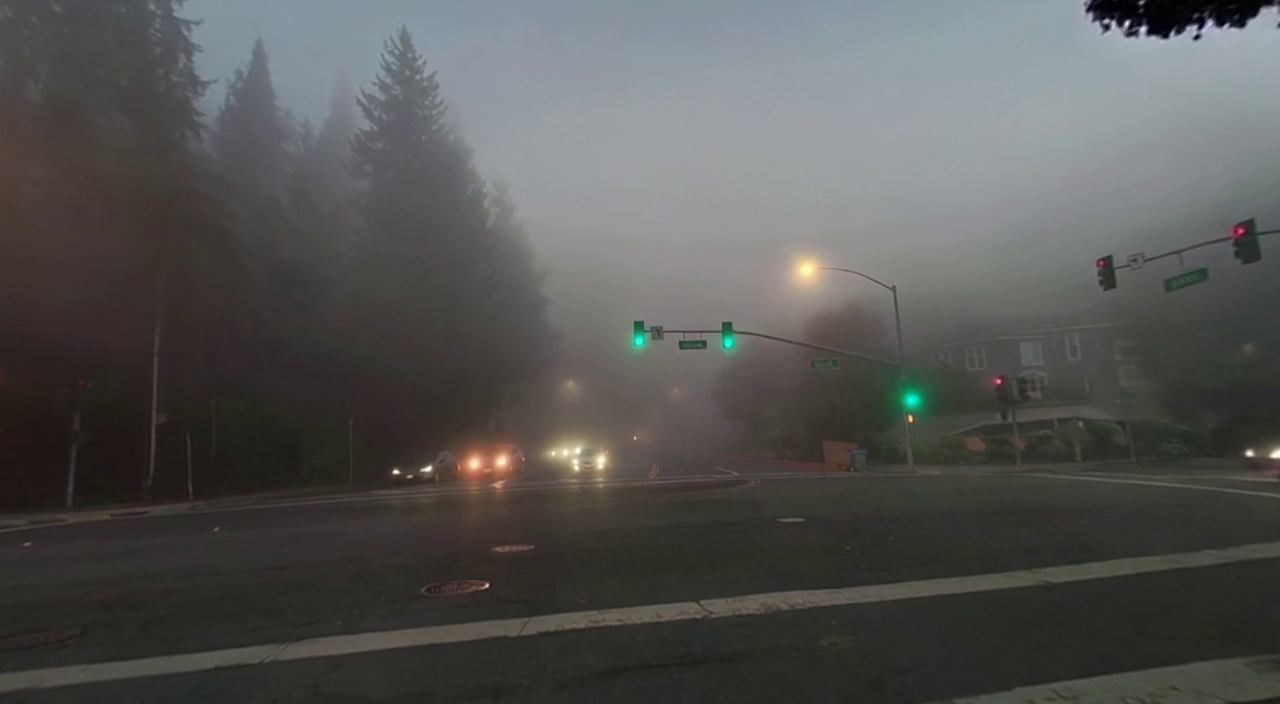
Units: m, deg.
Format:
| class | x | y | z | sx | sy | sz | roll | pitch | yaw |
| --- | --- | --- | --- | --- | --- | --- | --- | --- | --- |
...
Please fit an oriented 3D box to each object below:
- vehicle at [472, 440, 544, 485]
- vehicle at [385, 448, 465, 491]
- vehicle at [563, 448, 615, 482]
| class | x | y | z | sx | sy | sz | roll | pitch | yaw |
| --- | --- | --- | --- | --- | --- | --- | --- | --- | --- |
| vehicle | -6.319 | 5.350 | 30.937 | 2.479 | 1.977 | 5.254 | 0 | -9 | -1 |
| vehicle | -10.099 | 5.528 | 30.135 | 2.241 | 1.819 | 4.690 | 0 | -9 | -1 |
| vehicle | -2.329 | 5.313 | 30.065 | 2.174 | 1.477 | 4.805 | 0 | -9 | -1 |
